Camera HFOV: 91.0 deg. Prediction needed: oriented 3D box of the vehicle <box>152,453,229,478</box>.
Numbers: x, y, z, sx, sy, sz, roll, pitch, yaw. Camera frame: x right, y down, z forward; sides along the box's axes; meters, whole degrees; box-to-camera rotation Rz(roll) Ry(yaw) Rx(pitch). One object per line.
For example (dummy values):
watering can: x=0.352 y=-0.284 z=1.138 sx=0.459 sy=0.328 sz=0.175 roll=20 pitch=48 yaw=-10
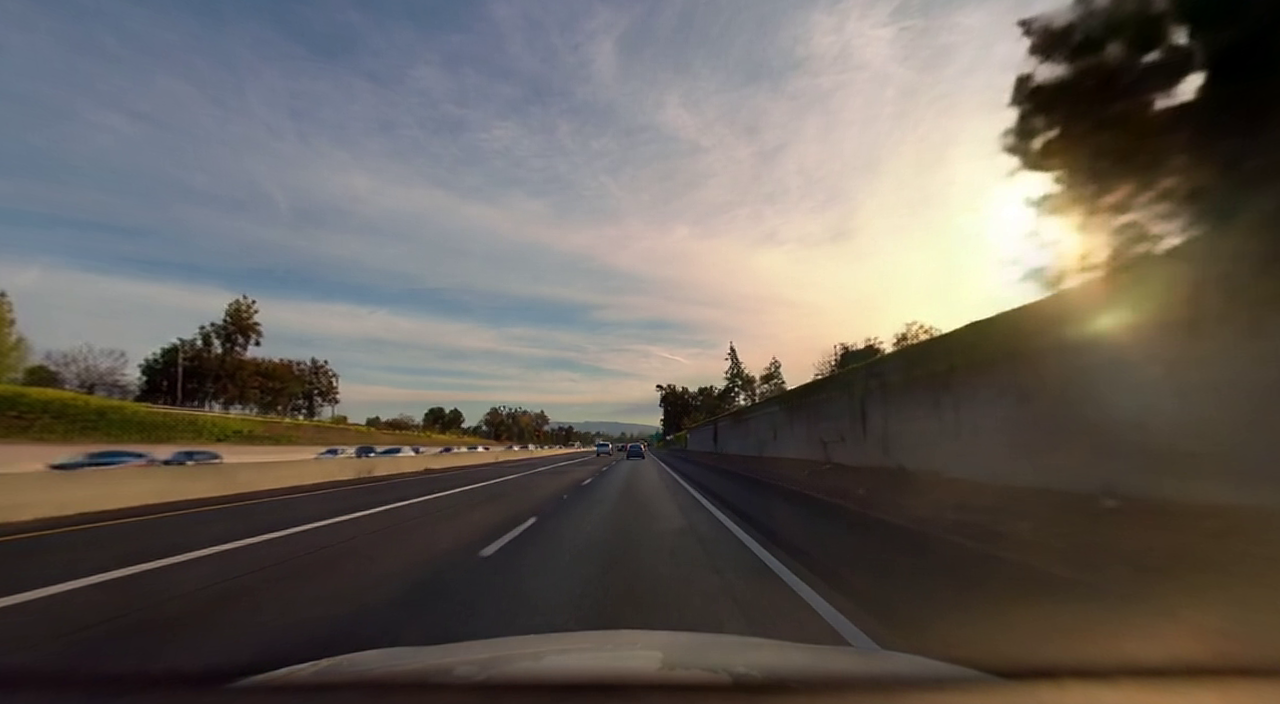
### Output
vehicle: x=-29.908 y=7.565 z=42.119 sx=1.835 sy=1.532 sz=4.481 roll=0 pitch=-9 yaw=0

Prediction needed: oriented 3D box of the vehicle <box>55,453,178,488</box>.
vehicle: x=-26.033 y=5.882 z=31.561 sx=2.033 sy=1.555 sz=4.737 roll=0 pitch=-9 yaw=1
